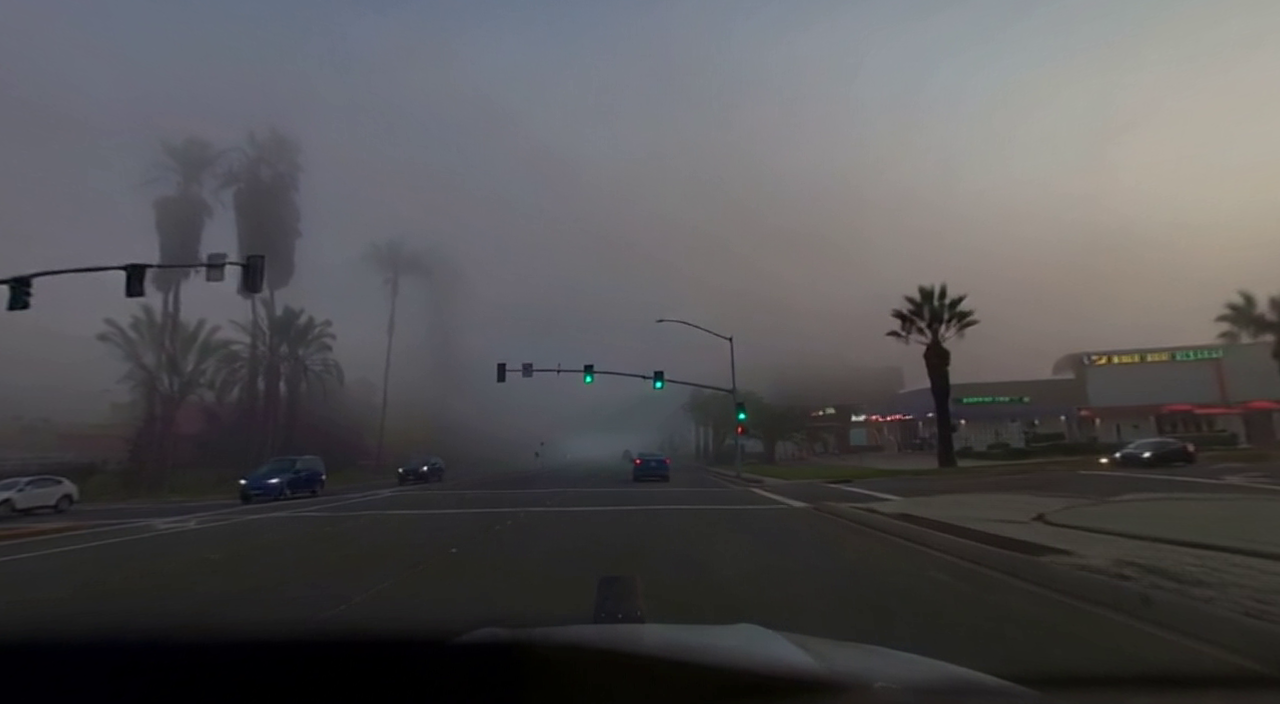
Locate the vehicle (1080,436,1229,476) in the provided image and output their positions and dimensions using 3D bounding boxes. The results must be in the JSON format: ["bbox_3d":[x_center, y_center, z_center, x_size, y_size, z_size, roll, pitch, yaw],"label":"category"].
[{"bbox_3d":[20.935,4.246,26.063,2.046,1.481,4.936,0,-9,0],"label":"vehicle"}]

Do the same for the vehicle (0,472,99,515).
[{"bbox_3d":[-25.971,5.922,26.536,2.026,1.540,4.468,-6,-11,37],"label":"vehicle"}]

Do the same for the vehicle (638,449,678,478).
[{"bbox_3d":[0.985,6.529,37.155,1.969,1.555,4.431,0,-9,-3],"label":"vehicle"}]

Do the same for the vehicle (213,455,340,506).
[{"bbox_3d":[-12.966,4.575,22.962,2.027,1.534,4.779,0,-9,-4],"label":"vehicle"}]

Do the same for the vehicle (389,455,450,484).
[{"bbox_3d":[-12.412,6.616,35.843,2.033,1.494,4.048,0,-9,-1],"label":"vehicle"}]
